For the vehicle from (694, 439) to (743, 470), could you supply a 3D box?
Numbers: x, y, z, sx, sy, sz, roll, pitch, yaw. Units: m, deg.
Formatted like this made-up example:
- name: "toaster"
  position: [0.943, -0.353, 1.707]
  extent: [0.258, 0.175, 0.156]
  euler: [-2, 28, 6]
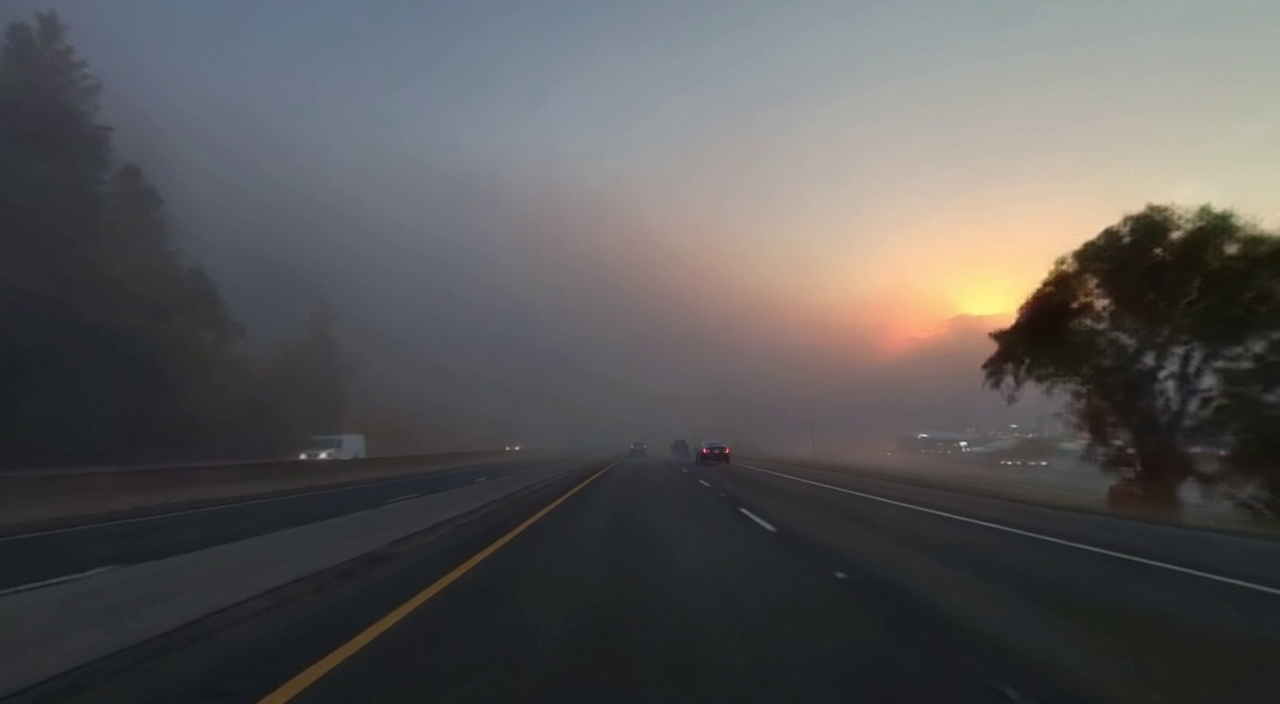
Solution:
- name: "vehicle"
  position: [4.103, 5.443, 33.623]
  extent: [2.062, 1.518, 4.026]
  euler: [0, -8, -1]
